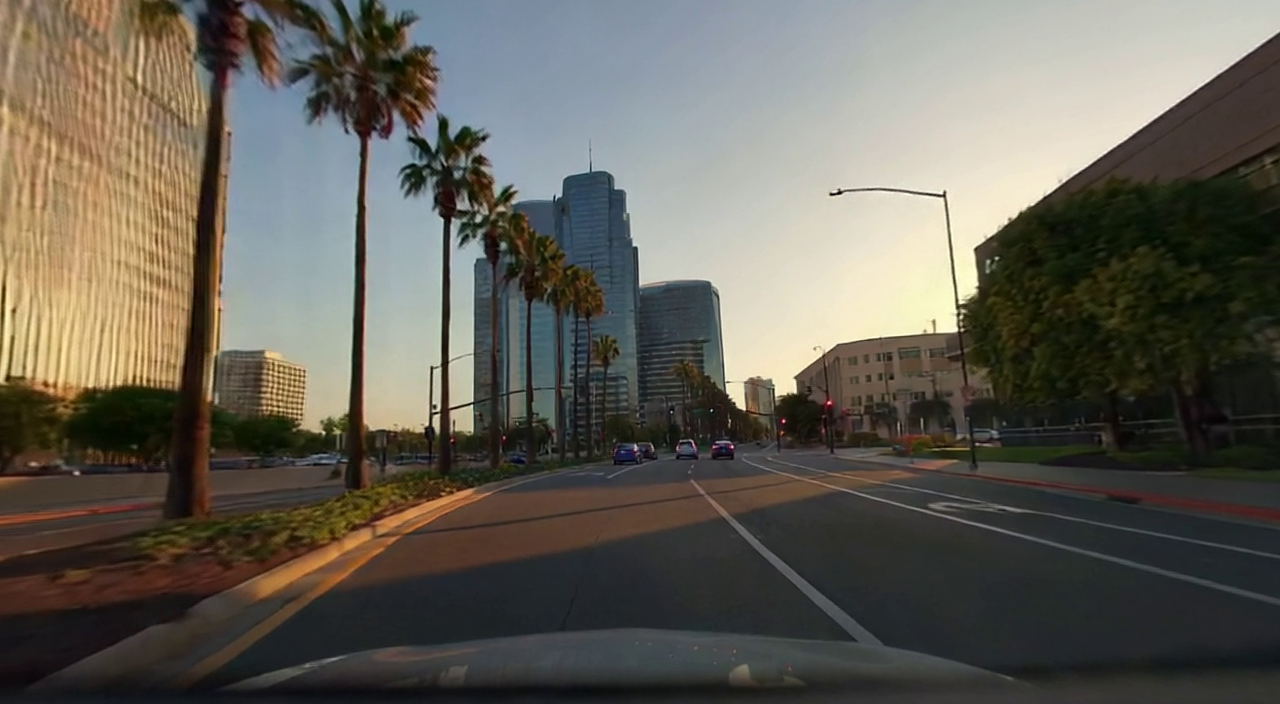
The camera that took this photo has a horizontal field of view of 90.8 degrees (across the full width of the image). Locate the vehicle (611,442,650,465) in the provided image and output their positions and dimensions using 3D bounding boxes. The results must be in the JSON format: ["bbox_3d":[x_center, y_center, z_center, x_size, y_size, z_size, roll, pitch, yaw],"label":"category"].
[{"bbox_3d":[-0.602,7.034,43.972,1.962,1.480,4.605,-2,-9,8],"label":"vehicle"}]
